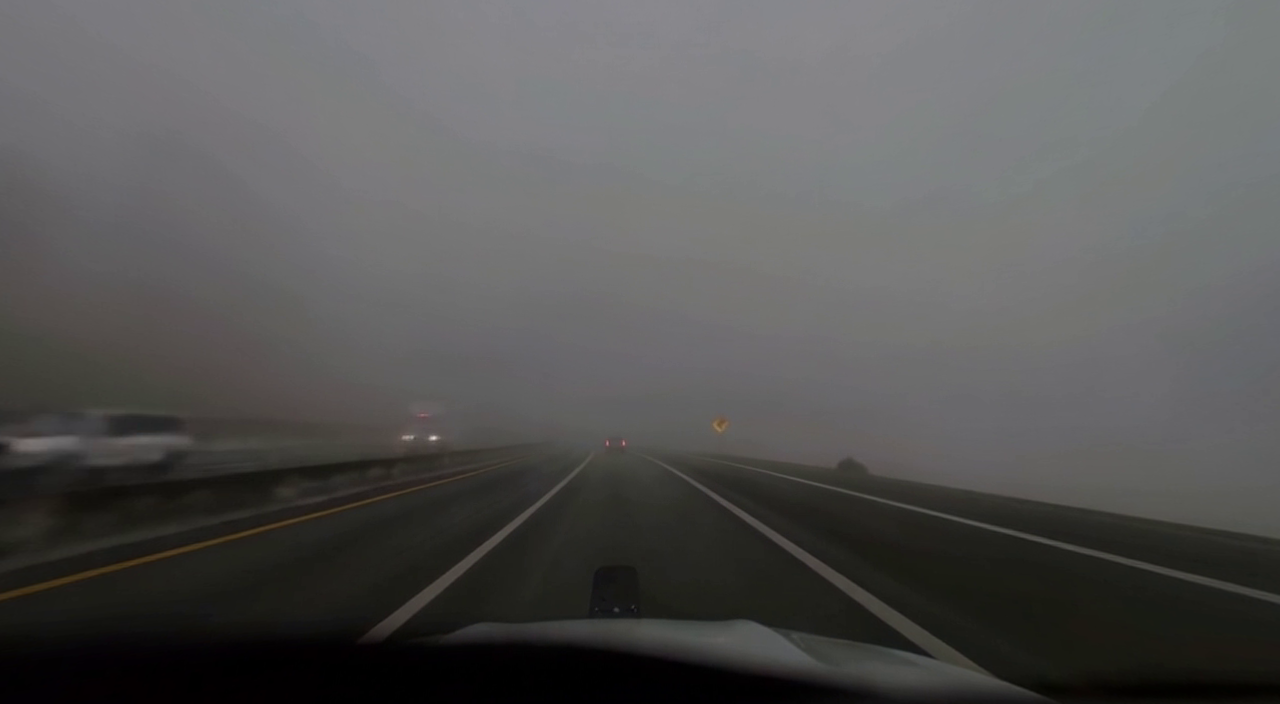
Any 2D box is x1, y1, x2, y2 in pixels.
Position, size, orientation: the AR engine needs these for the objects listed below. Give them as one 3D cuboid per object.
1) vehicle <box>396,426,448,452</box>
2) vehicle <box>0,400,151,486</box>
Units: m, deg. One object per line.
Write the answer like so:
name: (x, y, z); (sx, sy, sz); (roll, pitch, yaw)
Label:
vehicle: (-13.457, 5.409, 39.171); (1.918, 1.510, 4.178); (0, -8, -2)
vehicle: (-12.604, 1.840, 12.809); (1.939, 1.547, 4.294); (0, -8, -1)
